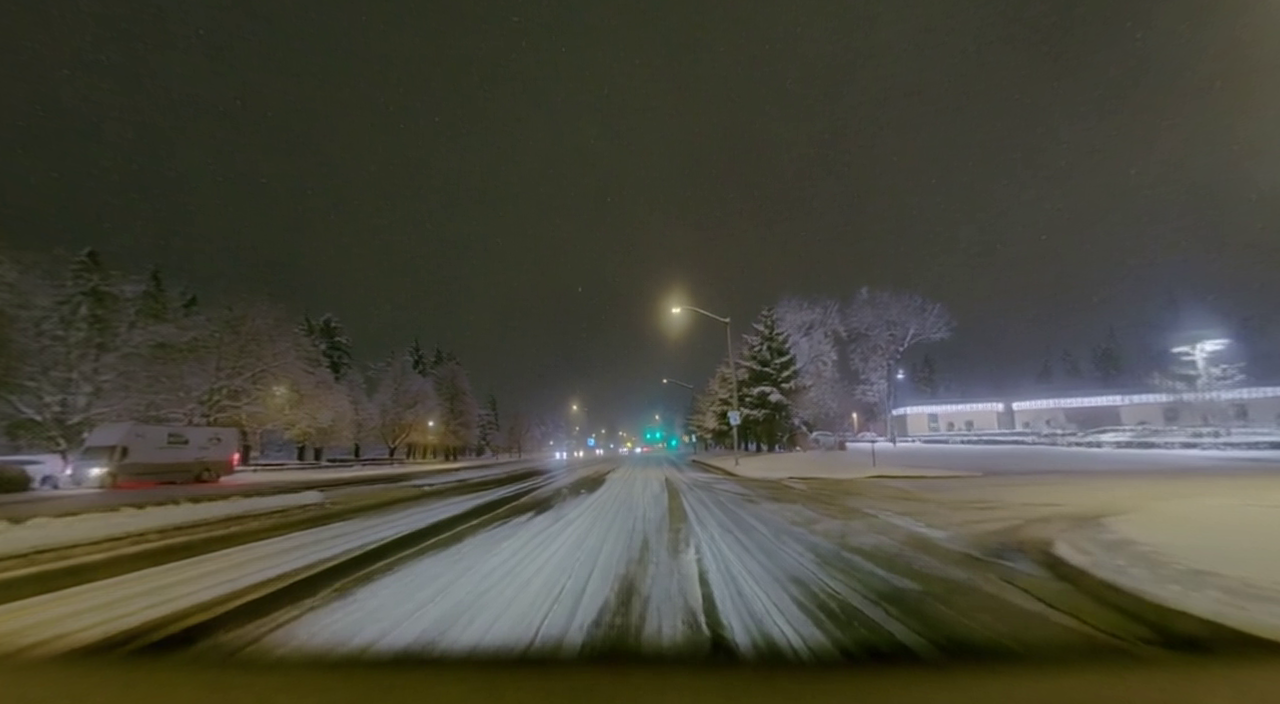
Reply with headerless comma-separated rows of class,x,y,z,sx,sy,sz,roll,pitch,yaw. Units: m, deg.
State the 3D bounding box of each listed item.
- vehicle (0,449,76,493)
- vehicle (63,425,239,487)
vehicle,-34.466,6.416,34.113,5.521,2.214,2.704,-2,-8,7
vehicle,-34.616,7.460,45.685,2.955,3.868,11.255,-1,-8,5
